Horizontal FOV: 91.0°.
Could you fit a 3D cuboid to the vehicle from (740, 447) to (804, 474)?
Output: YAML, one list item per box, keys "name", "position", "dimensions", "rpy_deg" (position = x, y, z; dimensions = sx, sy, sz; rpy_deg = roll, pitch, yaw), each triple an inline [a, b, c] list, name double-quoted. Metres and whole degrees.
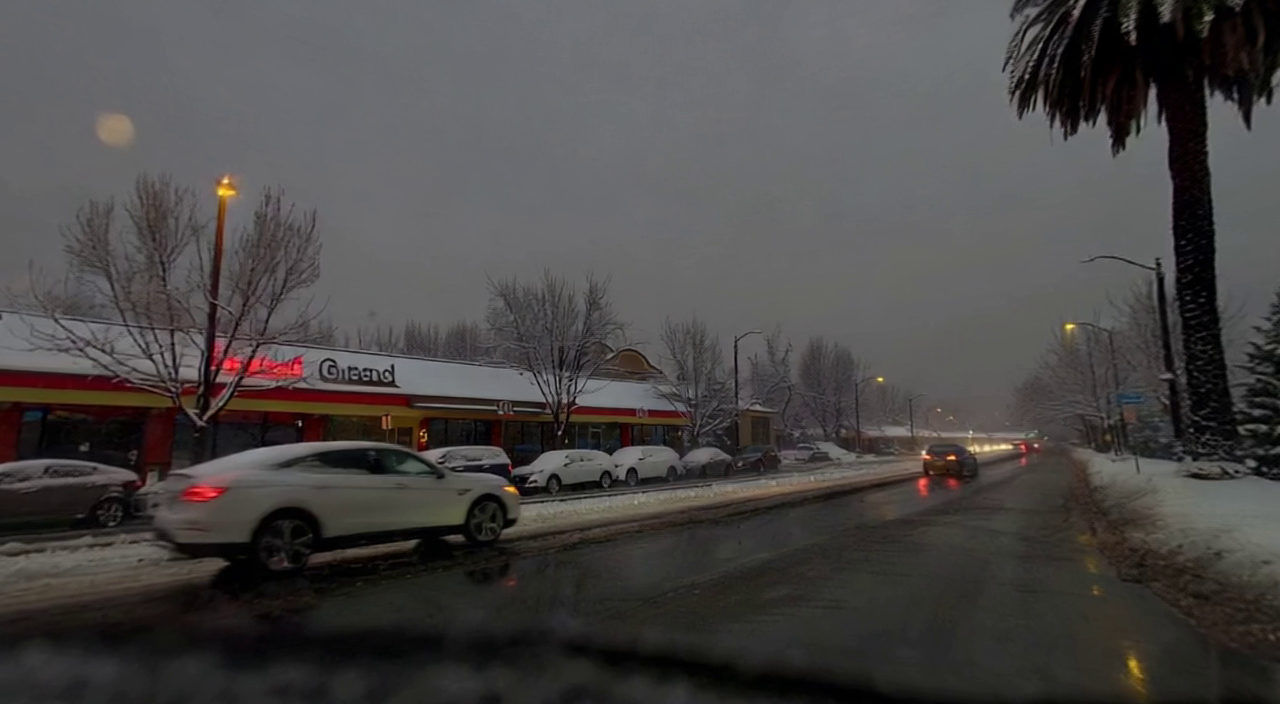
- name: "vehicle"
  position: [8.049, 6.537, 38.064]
  dimensions: [1.981, 1.493, 4.721]
  rpy_deg: [-6, -11, 36]

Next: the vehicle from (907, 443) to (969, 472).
- name: "vehicle"
  position: [17.031, 5.963, 35.807]
  dimensions: [2.035, 1.485, 4.849]
  rpy_deg: [-7, -11, 38]

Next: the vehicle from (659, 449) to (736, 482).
- name: "vehicle"
  position: [2.876, 5.501, 30.851]
  dimensions: [1.776, 1.448, 4.137]
  rpy_deg: [-6, -11, 37]

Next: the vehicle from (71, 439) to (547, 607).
- name: "vehicle"
  position: [-4.002, 1.951, 8.380]
  dimensions: [5.090, 1.513, 2.232]
  rpy_deg: [8, -12, -44]

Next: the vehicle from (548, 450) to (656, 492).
- name: "vehicle"
  position: [-1.397, 4.652, 25.009]
  dimensions: [1.837, 1.468, 4.389]
  rpy_deg: [-6, -11, 37]
